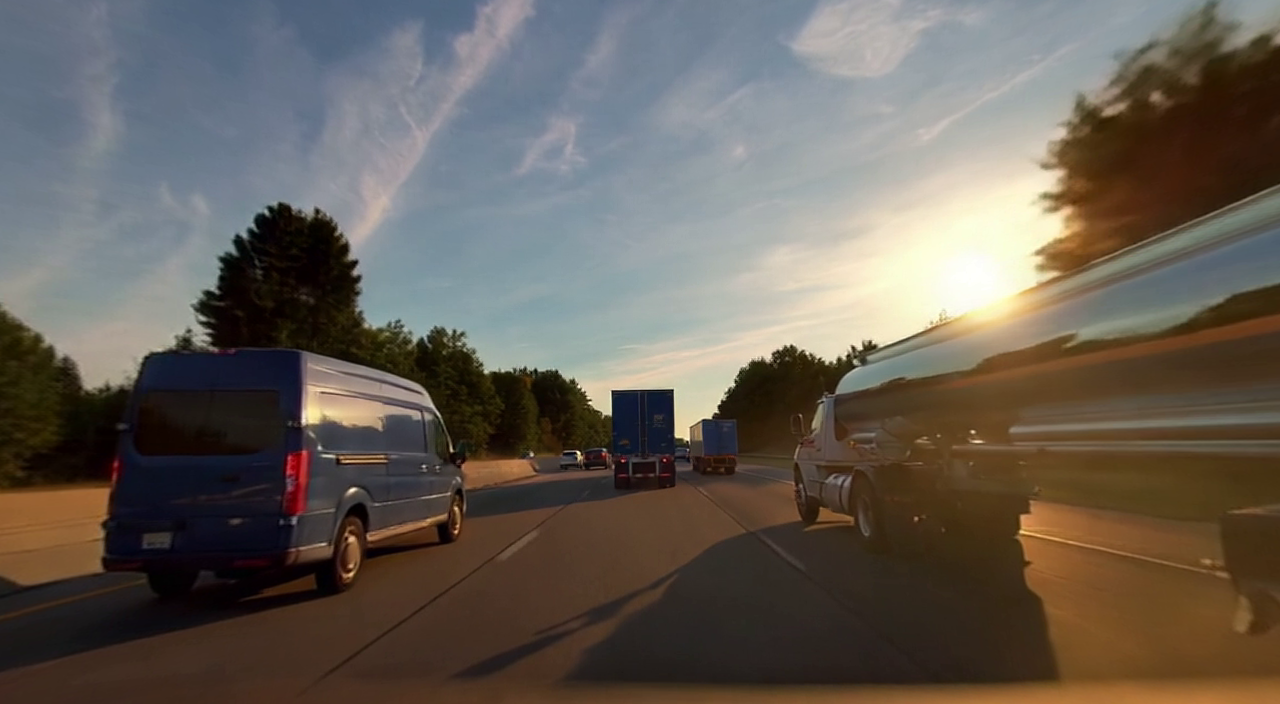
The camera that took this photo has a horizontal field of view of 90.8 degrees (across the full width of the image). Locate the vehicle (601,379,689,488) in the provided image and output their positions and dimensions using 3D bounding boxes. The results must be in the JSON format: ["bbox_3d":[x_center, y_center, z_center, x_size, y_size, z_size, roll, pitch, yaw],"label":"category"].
[{"bbox_3d":[0.098,3.296,24.661,2.773,3.455,9.118,0,-9,-1],"label":"vehicle"}]

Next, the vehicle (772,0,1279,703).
[{"bbox_3d":[4.393,0.326,7.329,3.139,4.152,11.915,0,-9,0],"label":"vehicle"}]

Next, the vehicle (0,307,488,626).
[{"bbox_3d":[-4.110,1.365,8.288,2.525,2.572,6.260,0,-9,1],"label":"vehicle"}]

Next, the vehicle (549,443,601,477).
[{"bbox_3d":[-3.390,5.766,33.923,2.134,1.652,4.439,0,-9,2],"label":"vehicle"}]

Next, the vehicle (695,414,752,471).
[{"bbox_3d":[5.688,6.493,44.967,2.706,3.500,11.483,0,-9,1],"label":"vehicle"}]
